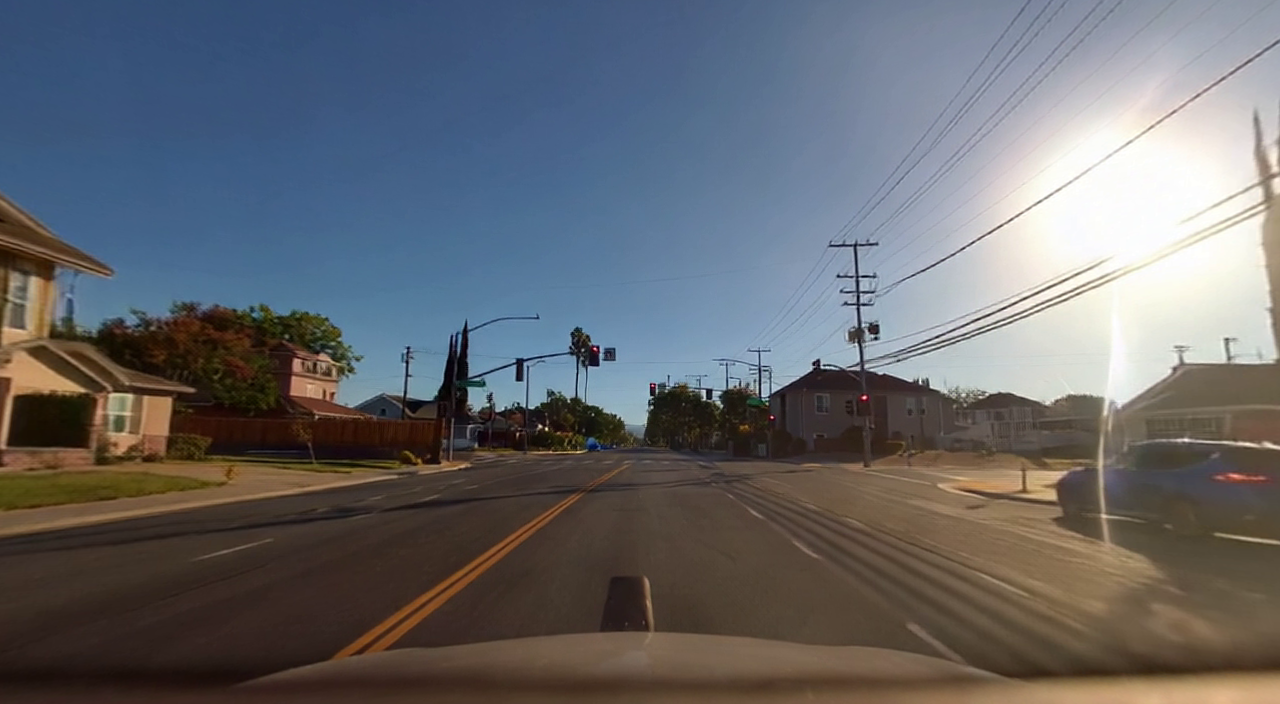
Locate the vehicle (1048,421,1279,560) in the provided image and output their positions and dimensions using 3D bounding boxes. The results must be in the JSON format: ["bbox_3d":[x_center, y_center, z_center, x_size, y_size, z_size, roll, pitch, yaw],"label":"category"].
[{"bbox_3d":[9.422,2.127,10.428,2.170,1.771,4.908,0,-8,3],"label":"vehicle"}]
